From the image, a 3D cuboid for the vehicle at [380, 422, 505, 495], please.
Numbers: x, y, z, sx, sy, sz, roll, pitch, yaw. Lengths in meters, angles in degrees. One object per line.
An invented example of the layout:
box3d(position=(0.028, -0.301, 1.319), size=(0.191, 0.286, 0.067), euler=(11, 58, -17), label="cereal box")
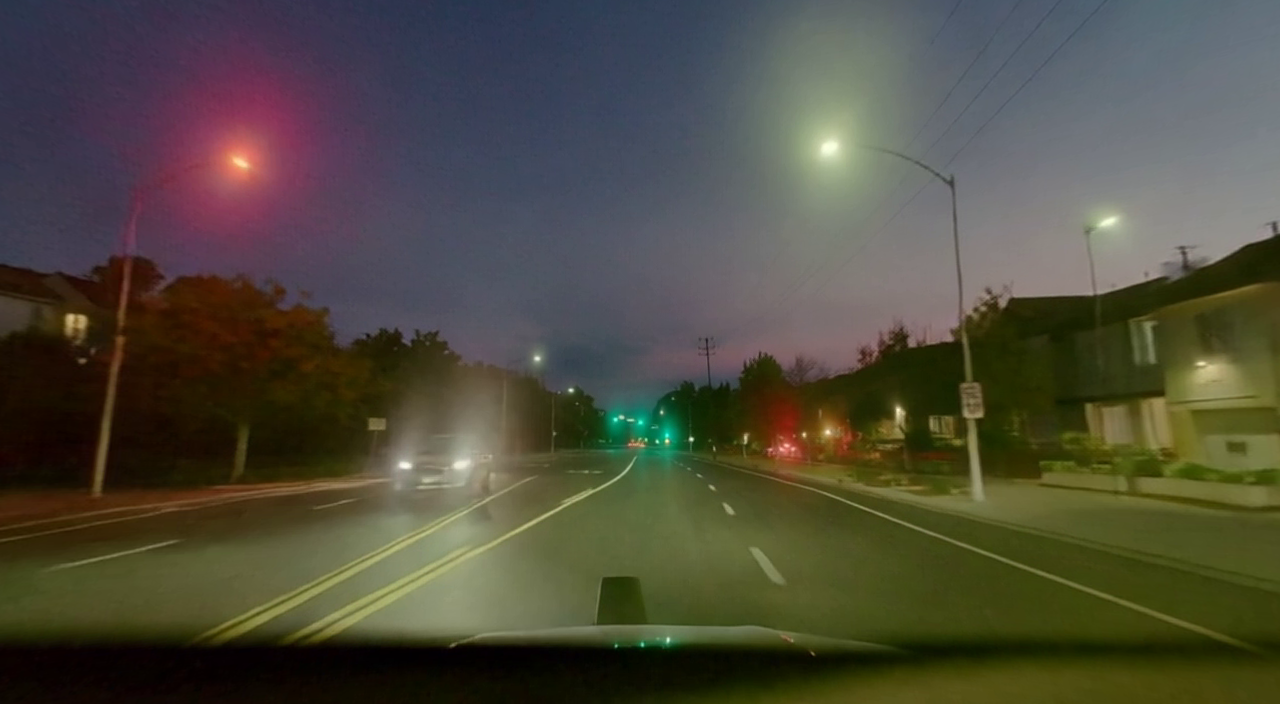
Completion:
box3d(position=(-5.284, 2.934, 17.632), size=(2.128, 1.753, 4.516), euler=(0, -8, -2), label="vehicle")
